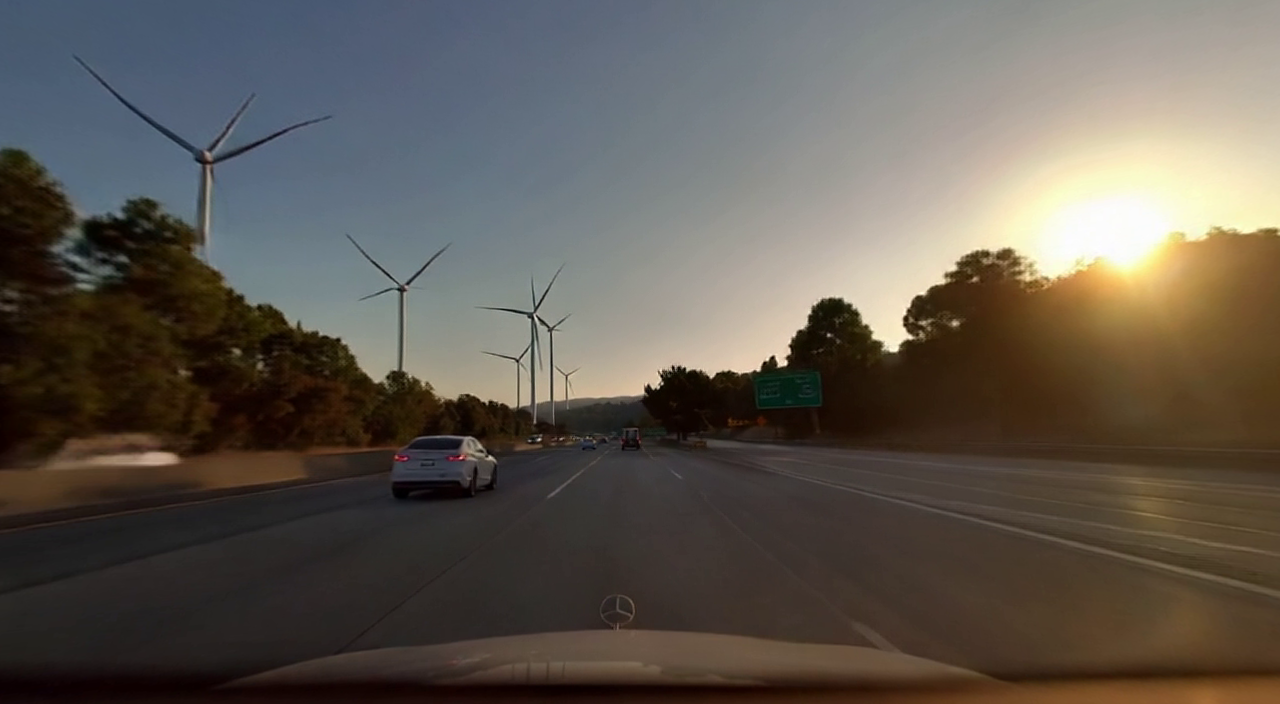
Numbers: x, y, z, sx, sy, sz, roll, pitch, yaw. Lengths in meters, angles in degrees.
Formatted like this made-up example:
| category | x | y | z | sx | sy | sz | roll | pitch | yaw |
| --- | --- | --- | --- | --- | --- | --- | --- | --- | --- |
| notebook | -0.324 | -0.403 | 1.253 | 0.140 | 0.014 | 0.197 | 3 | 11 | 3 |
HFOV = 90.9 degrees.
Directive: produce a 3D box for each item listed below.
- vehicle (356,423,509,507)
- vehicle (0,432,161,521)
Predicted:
| category | x | y | z | sx | sy | sz | roll | pitch | yaw |
| --- | --- | --- | --- | --- | --- | --- | --- | --- | --- |
| vehicle | -4.192 | 2.327 | 13.491 | 1.950 | 1.511 | 3.965 | 0 | -8 | 0 |
| vehicle | -12.363 | 2.443 | 12.981 | 2.055 | 1.545 | 3.765 | 0 | -8 | -1 |
